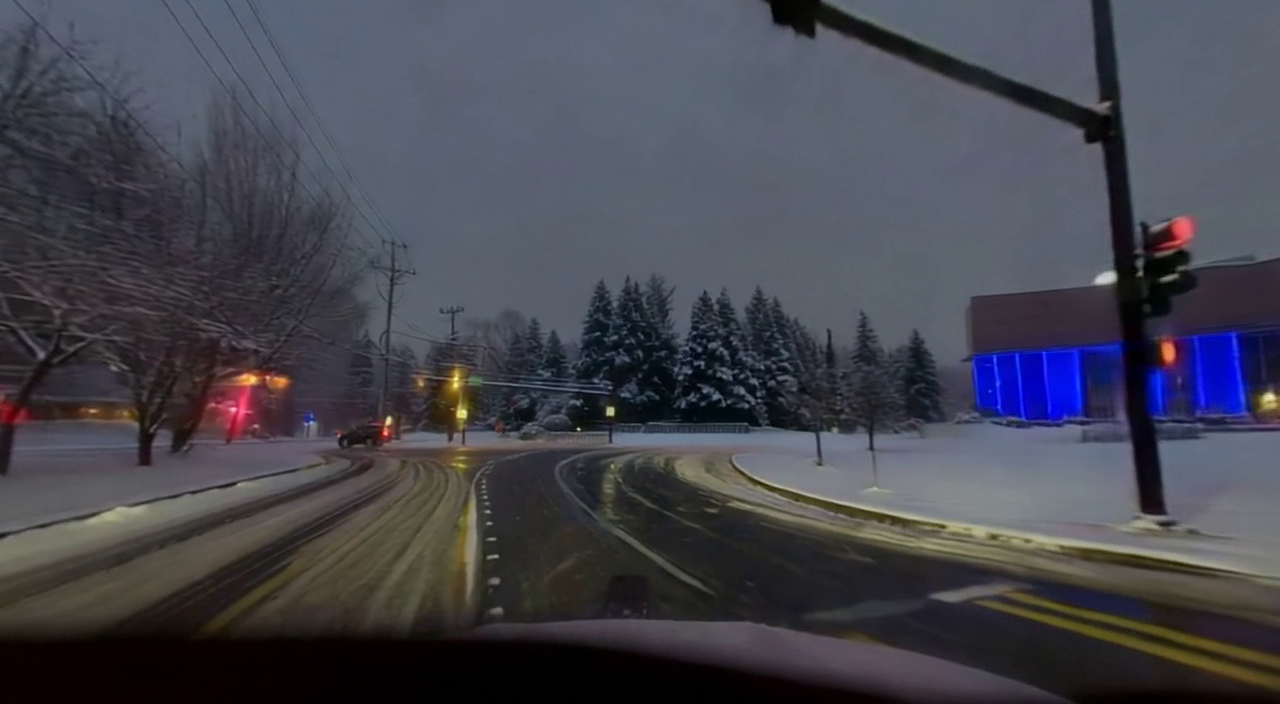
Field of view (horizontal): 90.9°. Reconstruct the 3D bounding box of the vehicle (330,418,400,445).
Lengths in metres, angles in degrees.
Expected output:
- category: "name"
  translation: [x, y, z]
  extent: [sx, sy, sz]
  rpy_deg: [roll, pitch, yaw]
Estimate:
- category: "vehicle"
  translation: [-20.733, 6.019, 47.421]
  extent: [5.570, 1.923, 2.336]
  rpy_deg: [-6, -10, 37]
